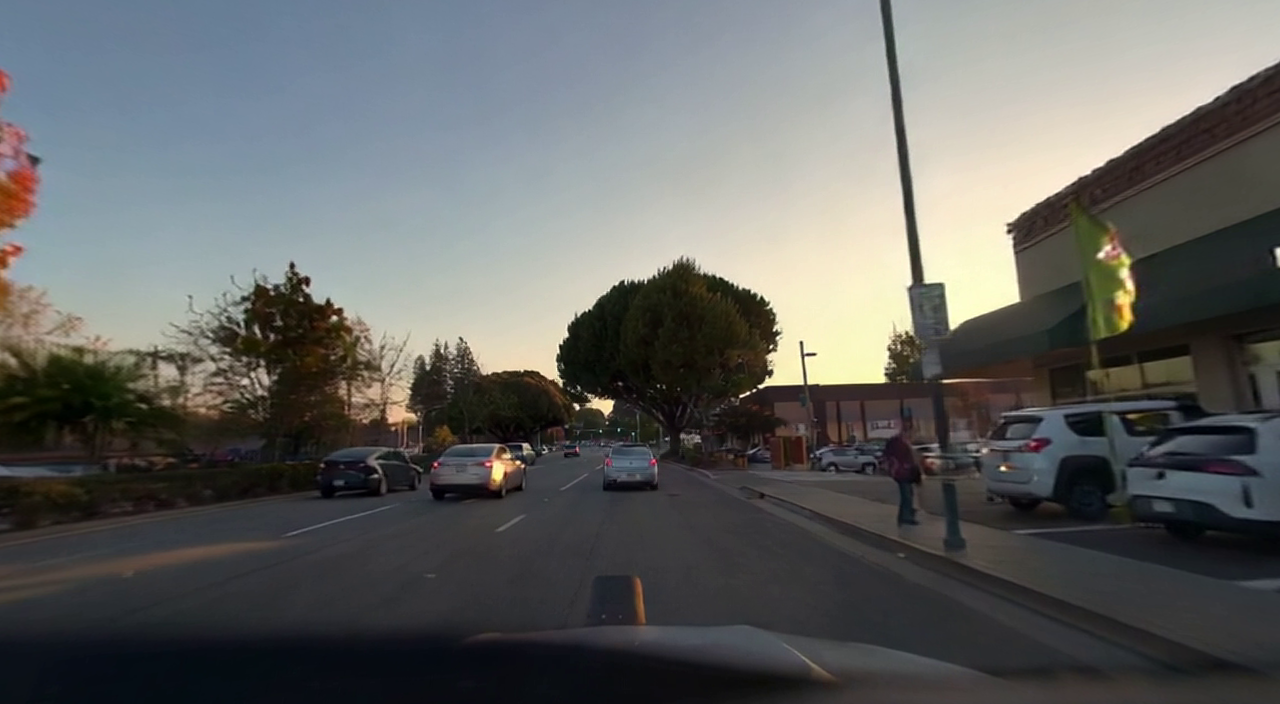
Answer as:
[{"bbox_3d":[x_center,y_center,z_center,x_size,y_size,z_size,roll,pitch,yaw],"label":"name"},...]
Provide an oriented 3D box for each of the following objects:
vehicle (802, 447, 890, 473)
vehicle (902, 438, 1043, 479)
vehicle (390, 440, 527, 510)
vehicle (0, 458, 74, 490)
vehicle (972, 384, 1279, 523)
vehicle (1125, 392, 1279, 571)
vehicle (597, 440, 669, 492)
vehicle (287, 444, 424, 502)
[{"bbox_3d":[13.226,6.950,40.744,4.877,1.603,2.197,0,-9,1],"label":"vehicle"},{"bbox_3d":[13.099,4.190,25.005,4.619,1.523,1.873,1,-9,-9],"label":"vehicle"},{"bbox_3d":[-4.281,2.975,15.833,1.973,1.456,4.850,0,-9,0],"label":"vehicle"},{"bbox_3d":[-37.124,7.151,37.187,5.392,1.755,2.213,0,-9,1],"label":"vehicle"},{"bbox_3d":[9.076,1.663,10.733,5.518,1.898,2.188,-3,-9,-1],"label":"vehicle"},{"bbox_3d":[8.992,1.223,6.990,5.543,1.743,2.232,-3,-9,-7],"label":"vehicle"},{"bbox_3d":[-0.272,3.577,20.124,2.061,1.469,3.954,0,-9,-2],"label":"vehicle"},{"bbox_3d":[-7.969,3.409,18.233,2.009,1.470,4.179,0,-9,0],"label":"vehicle"}]
